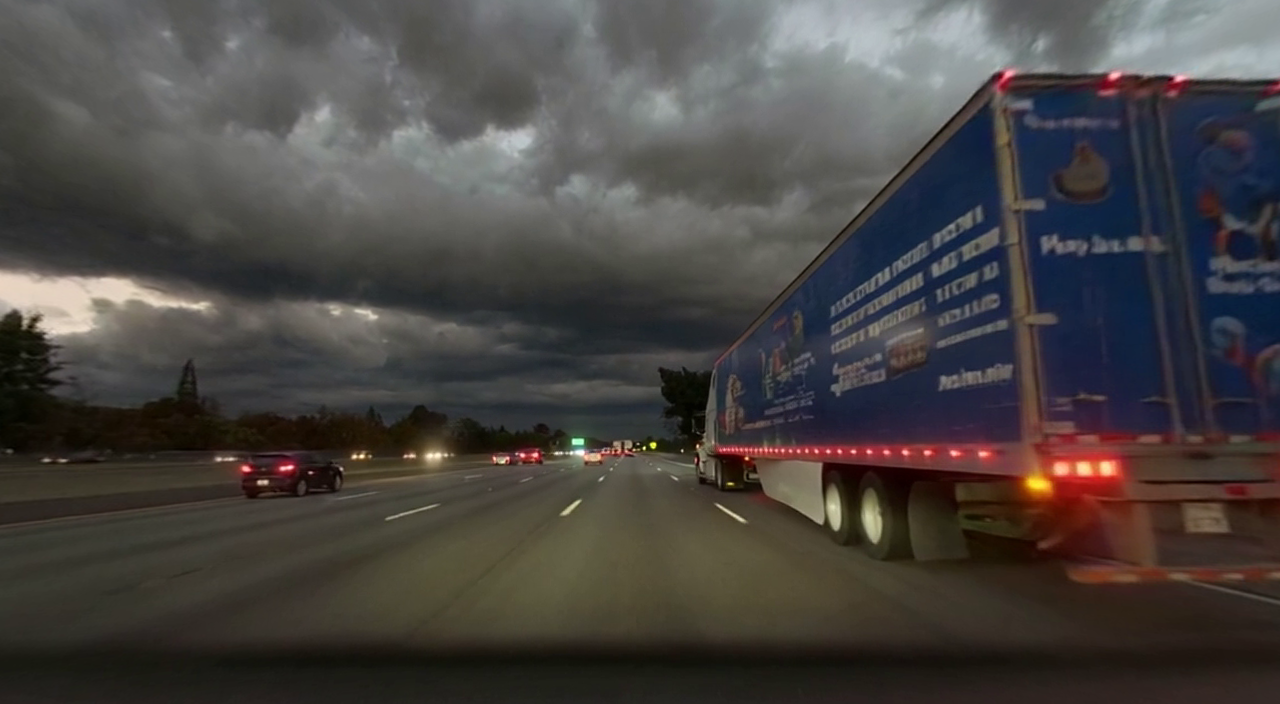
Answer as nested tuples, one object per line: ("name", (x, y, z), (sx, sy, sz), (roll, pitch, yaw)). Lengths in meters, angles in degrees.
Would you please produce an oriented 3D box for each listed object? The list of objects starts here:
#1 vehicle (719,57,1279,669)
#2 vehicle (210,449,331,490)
("vehicle", (4.201, 1.112, 11.904), (3.140, 4.100, 15.551), (0, -9, -1))
("vehicle", (-14.635, 4.654, 25.407), (1.982, 1.471, 4.747), (0, -9, 0))
